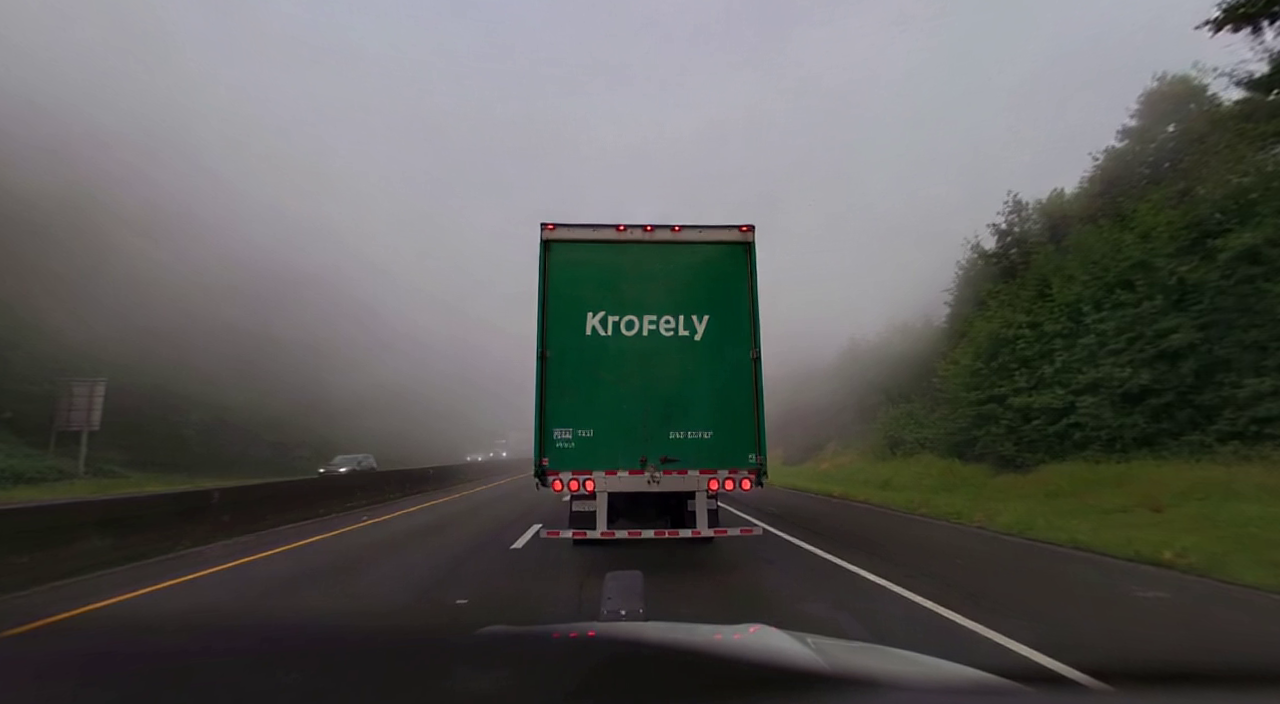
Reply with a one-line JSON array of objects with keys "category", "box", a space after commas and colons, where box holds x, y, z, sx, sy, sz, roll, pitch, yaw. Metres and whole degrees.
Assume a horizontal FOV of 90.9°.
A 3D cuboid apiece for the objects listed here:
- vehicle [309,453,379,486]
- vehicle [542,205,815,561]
[{"category": "vehicle", "box": [-13.449, 5.338, 28.828, 1.676, 1.390, 3.433, 0, -9, -4]}, {"category": "vehicle", "box": [0.229, 1.425, 14.868, 3.230, 4.377, 14.405, 0, -9, -2]}]
